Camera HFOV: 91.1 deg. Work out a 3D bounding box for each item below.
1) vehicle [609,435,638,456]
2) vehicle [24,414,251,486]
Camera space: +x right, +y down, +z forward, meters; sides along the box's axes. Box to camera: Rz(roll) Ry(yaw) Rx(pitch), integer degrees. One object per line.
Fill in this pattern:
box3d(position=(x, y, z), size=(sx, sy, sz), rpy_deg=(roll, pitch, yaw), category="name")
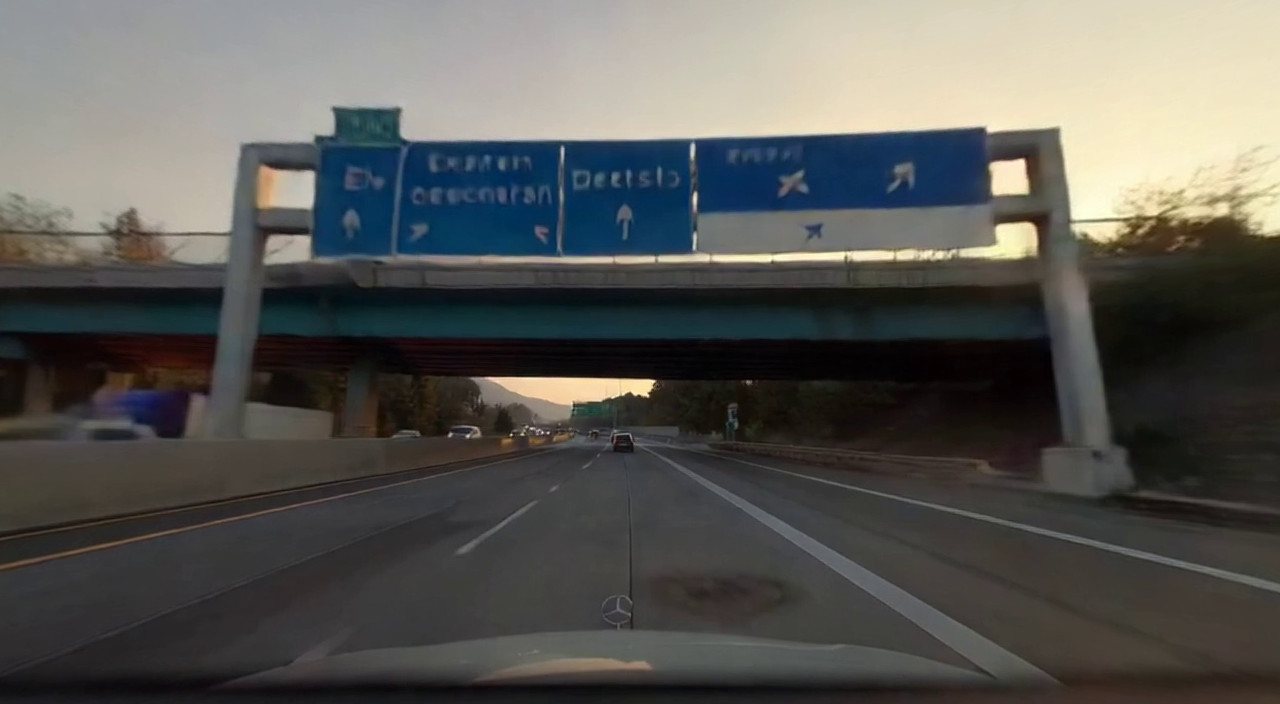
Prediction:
box3d(position=(-1.242, 6.954, 46.976), size=(2.025, 1.519, 3.924), rpy_deg=(0, -8, -2), category="vehicle")
box3d(position=(-12.502, 2.478, 16.186), size=(1.927, 1.559, 4.766), rpy_deg=(0, -8, -1), category="vehicle")
